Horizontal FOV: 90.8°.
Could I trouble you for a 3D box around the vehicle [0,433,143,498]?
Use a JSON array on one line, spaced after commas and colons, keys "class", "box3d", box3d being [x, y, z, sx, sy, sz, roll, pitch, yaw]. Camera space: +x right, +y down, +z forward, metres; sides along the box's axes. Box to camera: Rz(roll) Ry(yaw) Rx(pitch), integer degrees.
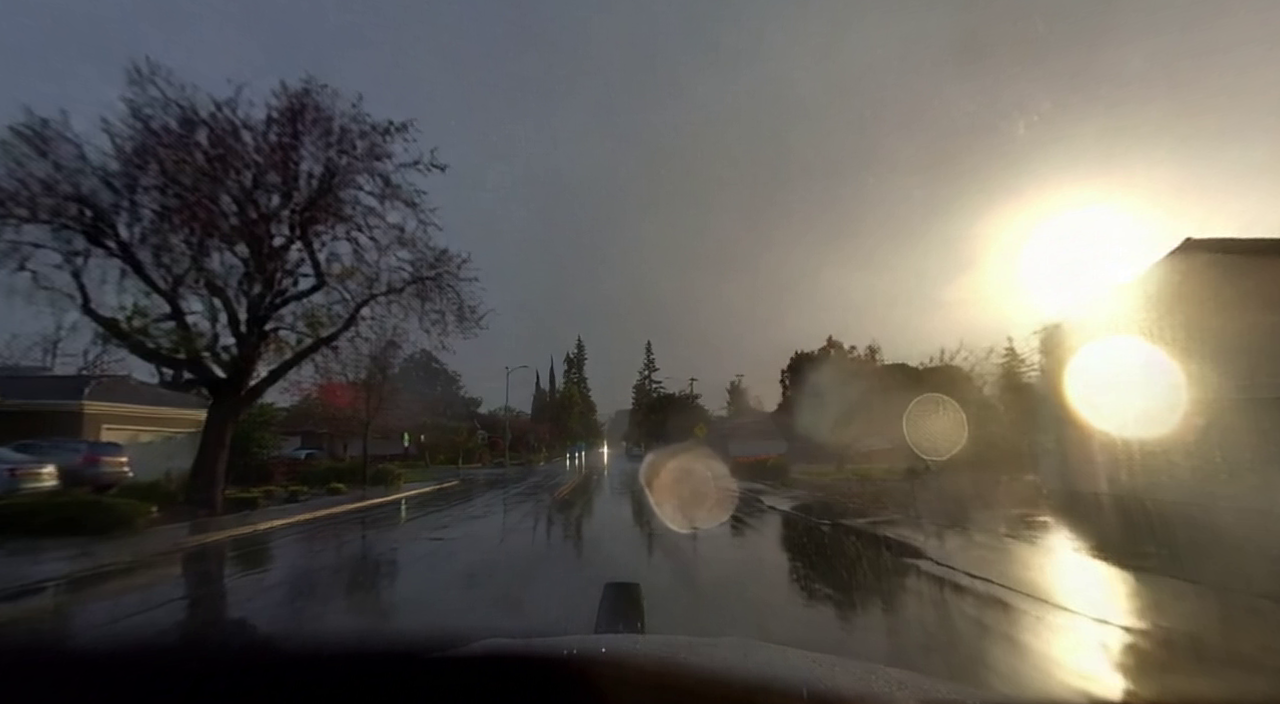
[{"class": "vehicle", "box3d": [-18.554, 3.427, 19.271, 5.187, 1.792, 2.210, -2, -9, 9]}]
